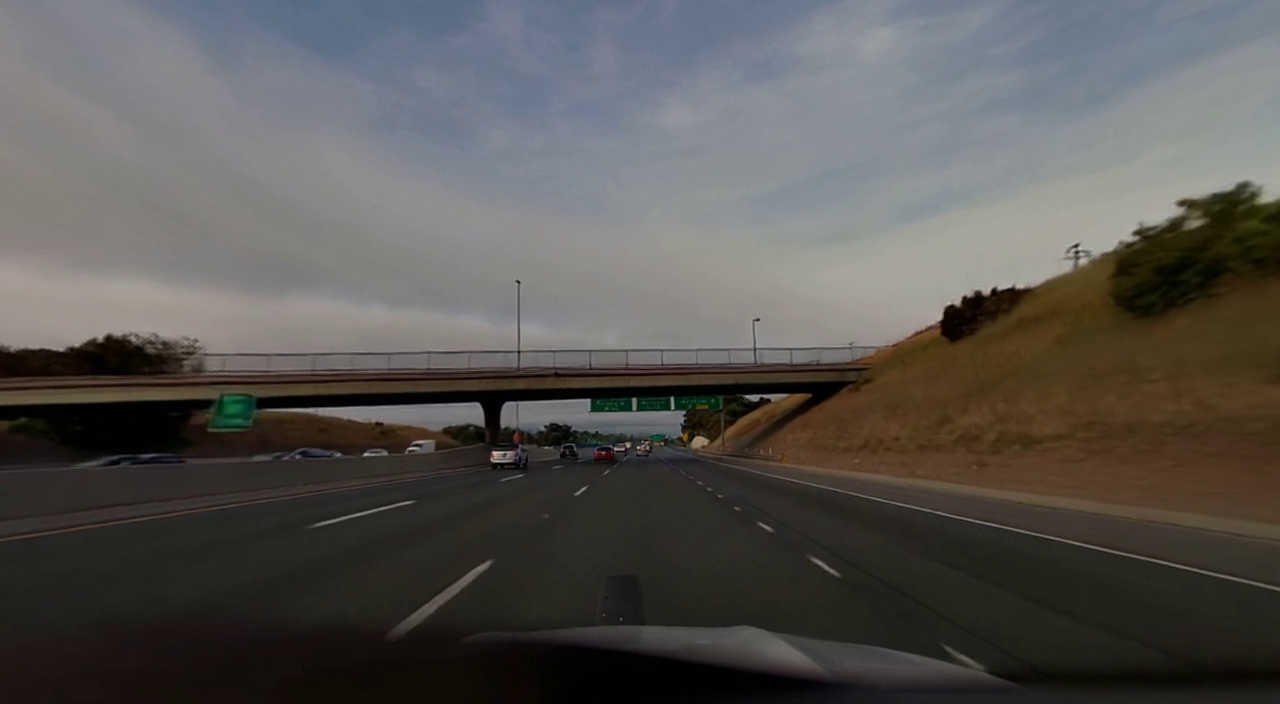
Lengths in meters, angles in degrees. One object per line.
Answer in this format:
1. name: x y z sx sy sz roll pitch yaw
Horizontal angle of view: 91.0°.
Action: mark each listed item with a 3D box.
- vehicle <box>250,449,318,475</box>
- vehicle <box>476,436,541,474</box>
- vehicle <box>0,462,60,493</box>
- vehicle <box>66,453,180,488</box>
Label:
1. vehicle: -26.485 8.170 47.029 2.081 1.748 5.102 0 -9 0
2. vehicle: -7.272 5.749 35.422 2.341 1.959 5.684 0 -9 1
3. vehicle: -34.369 6.749 33.868 1.827 1.514 4.681 0 -9 0
4. vehicle: -26.954 6.155 33.091 2.001 1.610 4.667 0 -9 0
